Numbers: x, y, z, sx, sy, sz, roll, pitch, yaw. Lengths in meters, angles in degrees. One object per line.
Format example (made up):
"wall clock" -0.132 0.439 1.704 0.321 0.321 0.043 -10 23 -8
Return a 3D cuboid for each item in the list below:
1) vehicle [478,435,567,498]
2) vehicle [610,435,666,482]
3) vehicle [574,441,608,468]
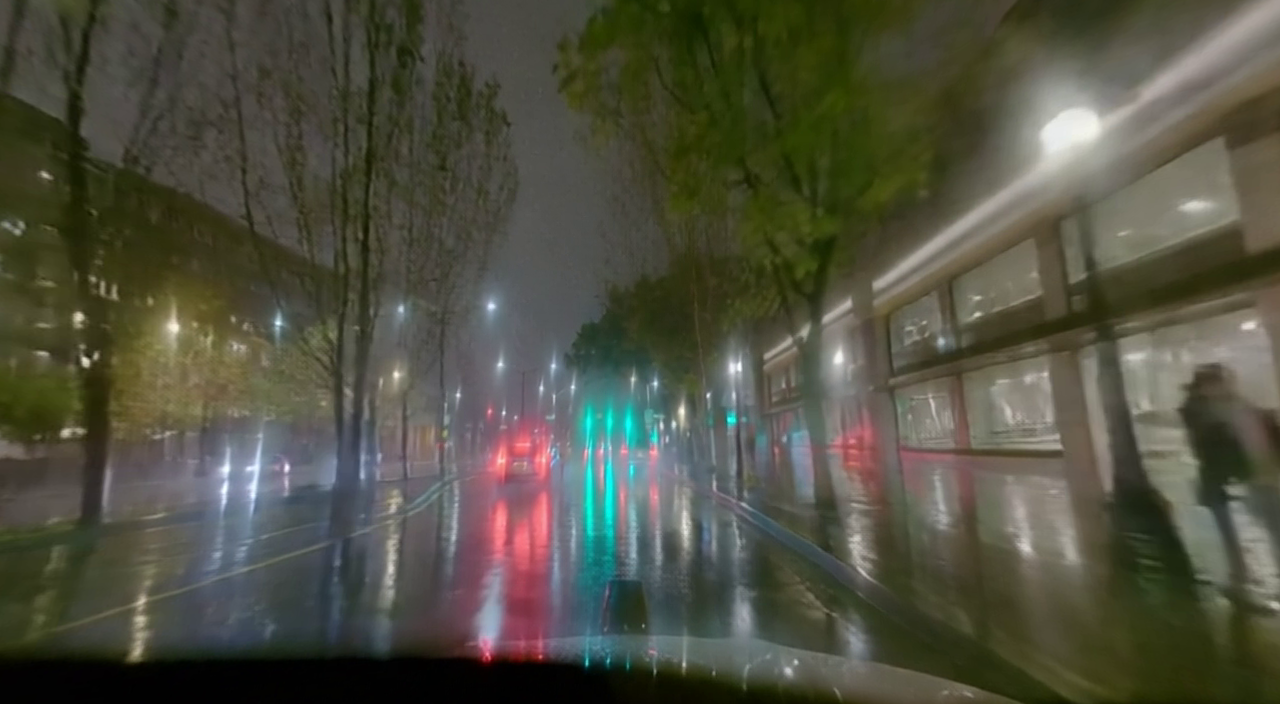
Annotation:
"vehicle" -3.437 3.424 19.233 1.940 1.722 3.823 0 -8 0
"vehicle" -0.103 4.316 25.771 2.120 1.758 3.917 0 -8 -1
"vehicle" -3.584 7.576 46.895 2.220 1.847 4.587 0 -8 -1
